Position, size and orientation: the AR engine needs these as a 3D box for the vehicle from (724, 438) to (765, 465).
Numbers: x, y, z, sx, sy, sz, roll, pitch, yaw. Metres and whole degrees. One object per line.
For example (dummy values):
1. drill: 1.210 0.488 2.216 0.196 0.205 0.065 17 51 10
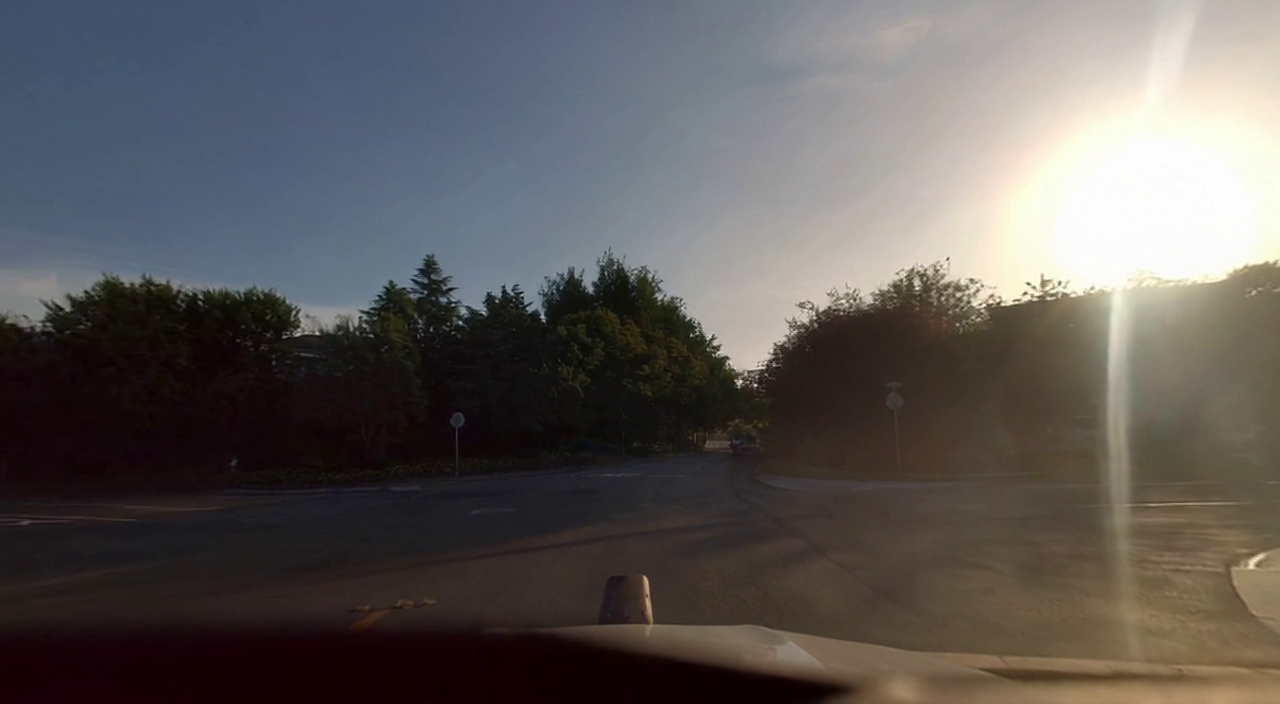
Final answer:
1. vehicle: 8.163 7.651 48.774 2.258 1.947 4.762 -3 -9 20
